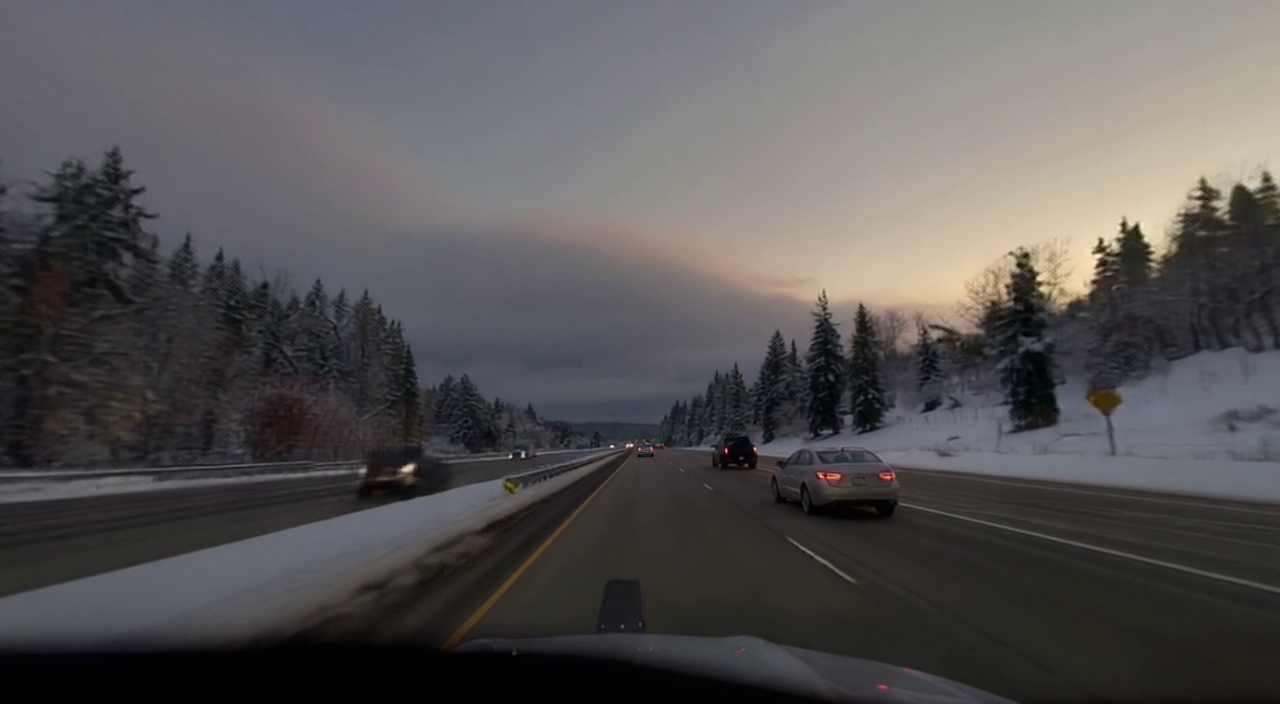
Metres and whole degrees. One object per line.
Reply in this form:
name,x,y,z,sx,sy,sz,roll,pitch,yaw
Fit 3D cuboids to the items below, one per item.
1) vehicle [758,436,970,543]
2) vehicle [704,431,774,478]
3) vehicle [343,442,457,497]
vehicle,3.548,2.251,11.113,1.904,1.453,4.789,0,-8,-1
vehicle,4.273,4.542,28.117,2.206,1.902,5.460,0,-8,0
vehicle,-8.005,3.937,21.493,2.163,1.686,4.251,0,-8,1
